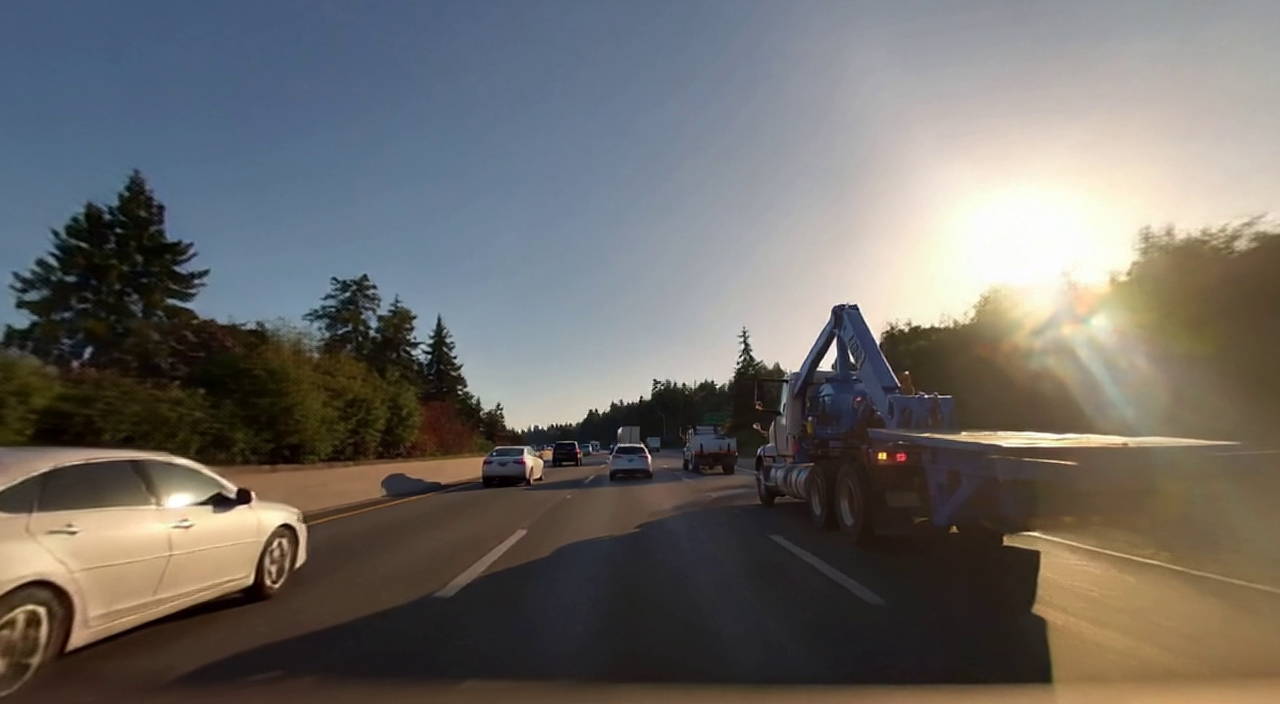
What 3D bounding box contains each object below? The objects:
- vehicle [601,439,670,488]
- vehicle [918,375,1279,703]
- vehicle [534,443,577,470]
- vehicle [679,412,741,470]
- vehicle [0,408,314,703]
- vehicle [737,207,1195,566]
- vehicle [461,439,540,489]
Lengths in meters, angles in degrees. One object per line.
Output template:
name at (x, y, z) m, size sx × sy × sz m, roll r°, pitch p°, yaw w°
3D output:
vehicle at (-0.206, 3.785, 21.603) m, size 2.150 × 1.498 × 3.988 m, roll 0°, pitch -9°, yaw -2°
vehicle at (4.009, 0.981, 3.076) m, size 2.599 × 1.631 × 5.693 m, roll 0°, pitch -9°, yaw -1°
vehicle at (-4.947, 6.191, 37.117) m, size 1.924 × 1.481 × 4.264 m, roll 0°, pitch -9°, yaw 0°
vehicle at (3.701, 4.970, 34.708) m, size 2.416 × 2.829 × 7.016 m, roll 0°, pitch -9°, yaw -2°
vehicle at (-4.118, 1.125, 3.630) m, size 1.880 × 1.507 × 4.757 m, roll 0°, pitch -9°, yaw 0°
vehicle at (3.848, 0.914, 10.504) m, size 2.975 × 3.618 × 8.456 m, roll 0°, pitch -9°, yaw 0°
vehicle at (-4.721, 3.846, 21.776) m, size 1.858 × 1.527 × 3.974 m, roll 0°, pitch -9°, yaw -1°
